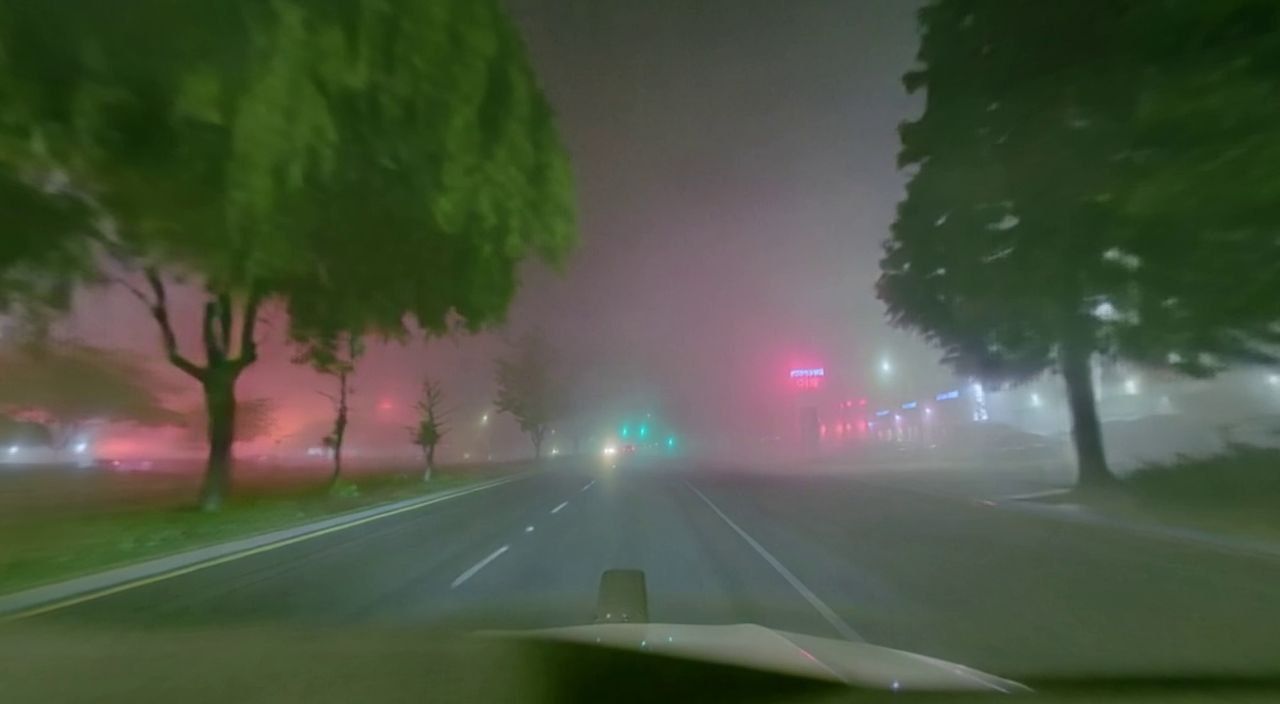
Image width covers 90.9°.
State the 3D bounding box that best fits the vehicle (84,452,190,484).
[{"bbox_3d":[-26.238,6.045,33.108,1.850,1.477,4.492,0,-8,0],"label":"vehicle"}]
